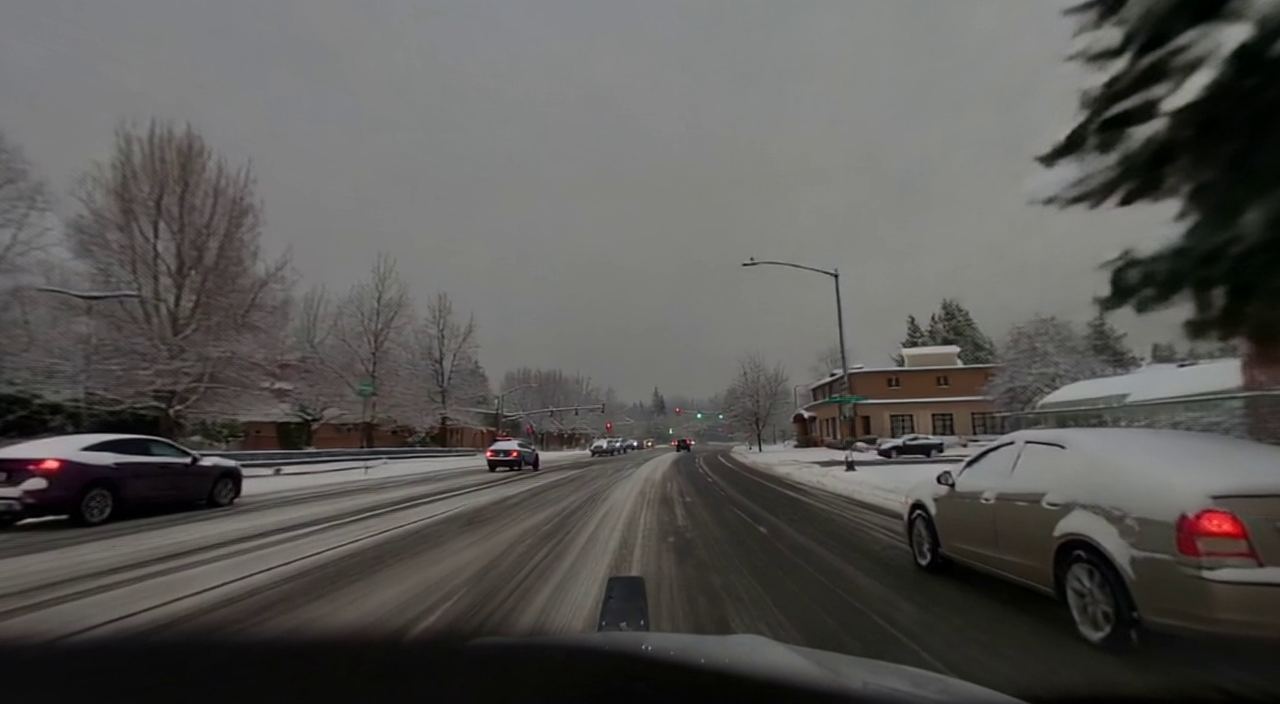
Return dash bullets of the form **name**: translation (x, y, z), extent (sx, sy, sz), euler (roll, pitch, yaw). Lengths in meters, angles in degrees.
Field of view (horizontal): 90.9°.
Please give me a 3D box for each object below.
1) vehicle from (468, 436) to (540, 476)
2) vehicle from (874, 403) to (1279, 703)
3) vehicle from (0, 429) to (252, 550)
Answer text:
- **vehicle**: translation (-5.932, 4.594, 28.001), extent (1.988, 1.597, 4.404), euler (-1, -8, 3)
- **vehicle**: translation (3.785, 1.323, 5.168), extent (2.003, 1.494, 4.705), euler (0, -8, 1)
- **vehicle**: translation (-8.763, 2.128, 10.460), extent (1.951, 1.554, 4.444), euler (0, -8, -3)
